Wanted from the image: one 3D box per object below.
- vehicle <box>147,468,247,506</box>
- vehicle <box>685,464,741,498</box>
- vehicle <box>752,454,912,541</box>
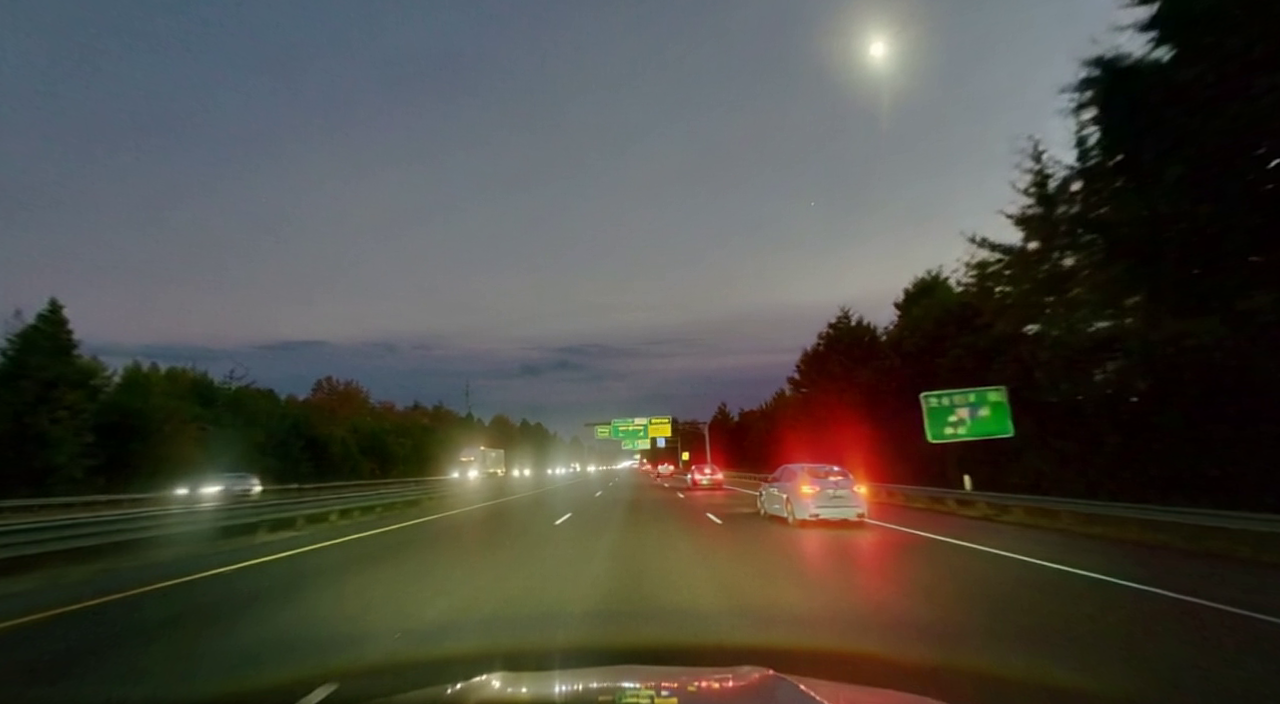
[{"bbox_3d":[-19.895,6.059,28.518,1.750,1.525,3.748,1,-10,-1],"label":"vehicle"},{"bbox_3d":[3.461,6.235,30.678,2.051,1.472,4.547,1,-10,-2],"label":"vehicle"},{"bbox_3d":[3.995,3.148,14.129,2.010,1.579,4.679,1,-10,-2],"label":"vehicle"}]
